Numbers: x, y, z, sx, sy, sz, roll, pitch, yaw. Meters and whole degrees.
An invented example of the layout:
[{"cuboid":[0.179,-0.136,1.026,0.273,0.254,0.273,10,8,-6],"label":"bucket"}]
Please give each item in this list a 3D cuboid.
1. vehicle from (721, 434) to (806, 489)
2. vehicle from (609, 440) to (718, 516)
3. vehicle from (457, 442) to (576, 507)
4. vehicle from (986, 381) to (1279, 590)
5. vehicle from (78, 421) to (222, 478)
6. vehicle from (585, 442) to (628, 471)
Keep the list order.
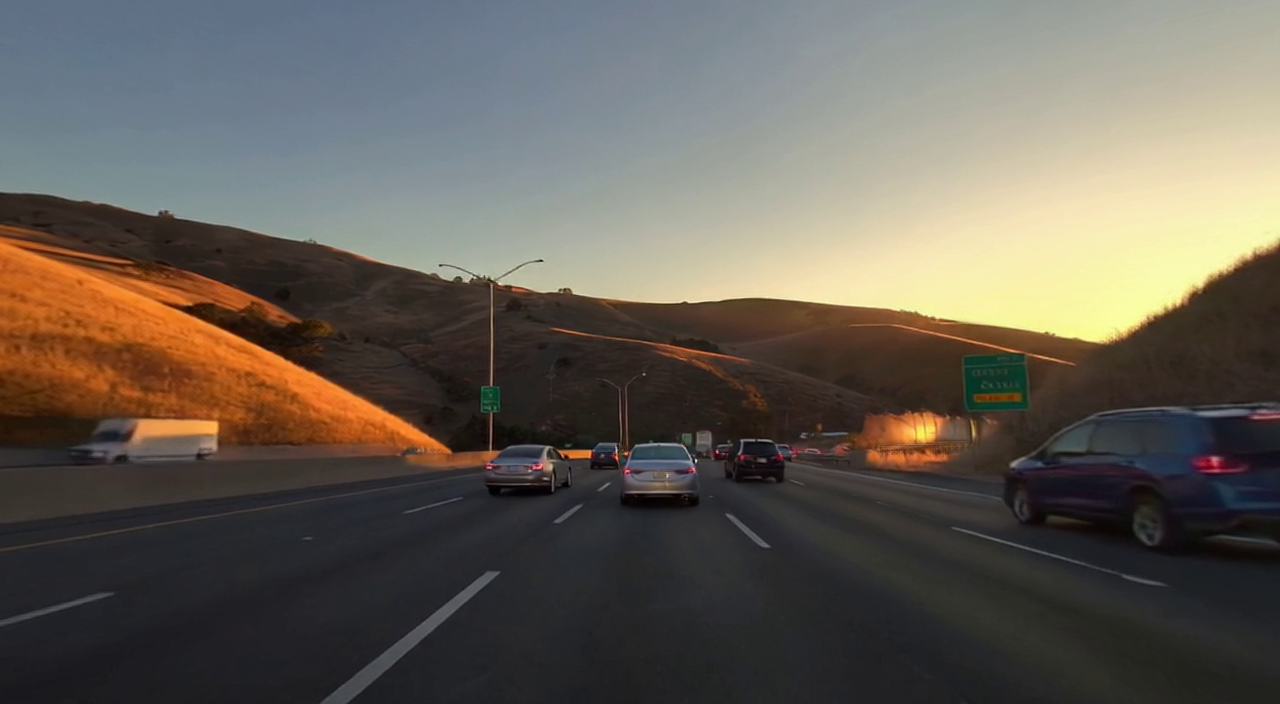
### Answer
[{"cuboid":[4.191,3.794,22.232,2.083,1.693,4.740,0,-9,1],"label":"vehicle"},{"cuboid":[0.510,2.709,14.071,2.072,1.431,3.904,0,-9,2],"label":"vehicle"},{"cuboid":[-3.015,3.090,16.456,2.017,1.446,4.384,-1,-9,3],"label":"vehicle"},{"cuboid":[6.802,1.523,7.873,2.210,1.831,4.843,0,-9,0],"label":"vehicle"},{"cuboid":[-27.751,5.575,36.207,2.798,2.946,6.499,-1,-9,2],"label":"vehicle"},{"cuboid":[-1.936,6.245,37.868,2.034,1.572,4.444,-1,-9,4],"label":"vehicle"}]
